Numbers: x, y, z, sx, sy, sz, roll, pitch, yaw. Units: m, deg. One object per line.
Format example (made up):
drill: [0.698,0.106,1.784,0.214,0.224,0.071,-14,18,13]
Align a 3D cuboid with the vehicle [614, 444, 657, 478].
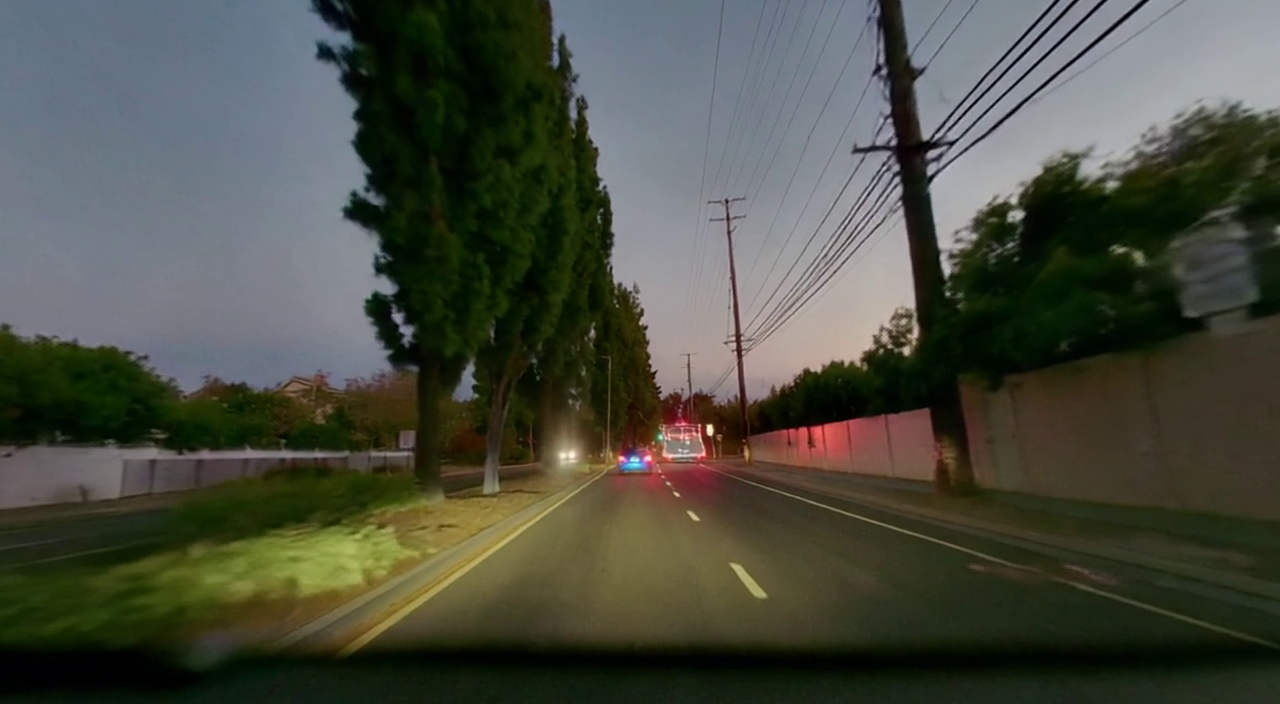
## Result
vehicle: [-0.197,5.346,31.267,2.018,1.511,3.993,0,-8,0]

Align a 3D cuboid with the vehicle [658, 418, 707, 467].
vehicle: [3.022,7.039,48.894,2.789,3.285,12.428,0,-8,-1]
